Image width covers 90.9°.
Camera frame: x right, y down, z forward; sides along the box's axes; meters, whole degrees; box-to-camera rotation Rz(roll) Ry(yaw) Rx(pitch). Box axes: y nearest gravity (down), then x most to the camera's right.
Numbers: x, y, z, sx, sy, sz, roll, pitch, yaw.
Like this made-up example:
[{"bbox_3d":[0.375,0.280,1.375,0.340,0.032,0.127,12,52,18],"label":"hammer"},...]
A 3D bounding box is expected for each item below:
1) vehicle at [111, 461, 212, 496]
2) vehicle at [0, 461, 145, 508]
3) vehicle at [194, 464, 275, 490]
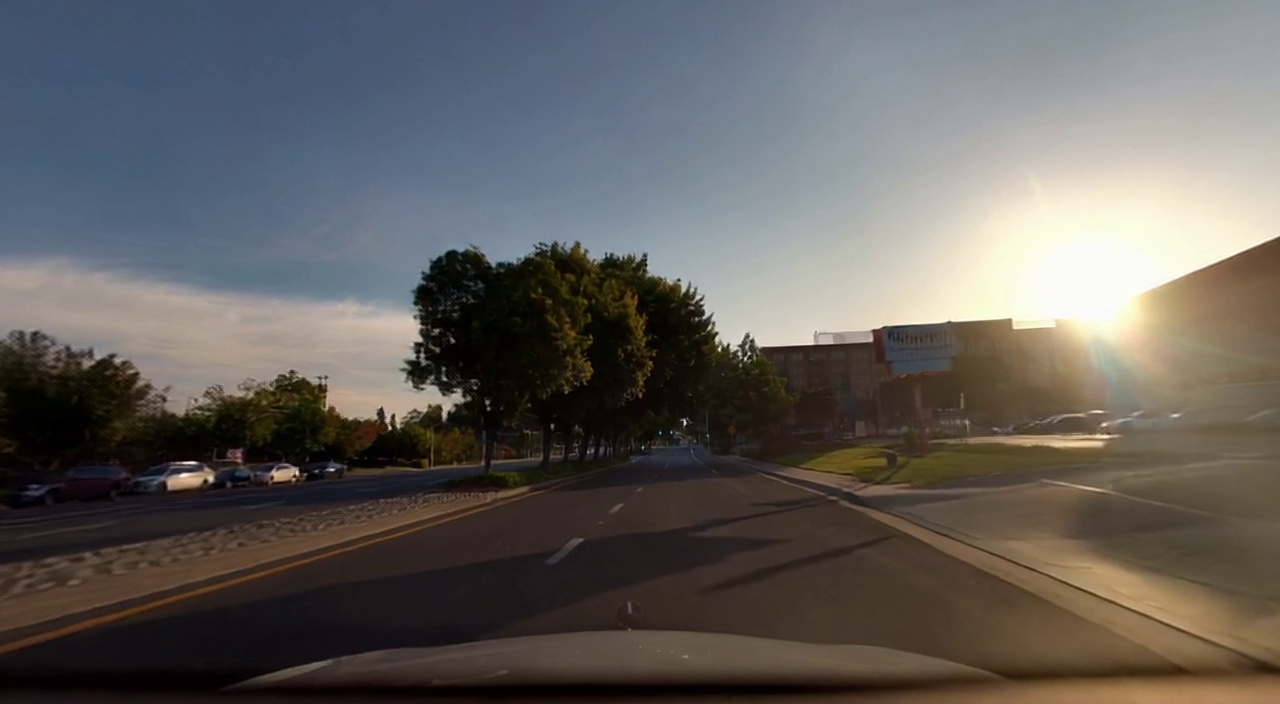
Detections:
[{"bbox_3d":[-28.008,7.371,37.086,2.009,1.798,4.673,-1,-8,4],"label":"vehicle"},{"bbox_3d":[-22.634,5.196,25.072,1.918,1.503,4.632,-6,-10,5],"label":"vehicle"},{"bbox_3d":[-24.512,7.545,38.302,1.827,1.370,4.191,-1,-8,6],"label":"vehicle"}]
